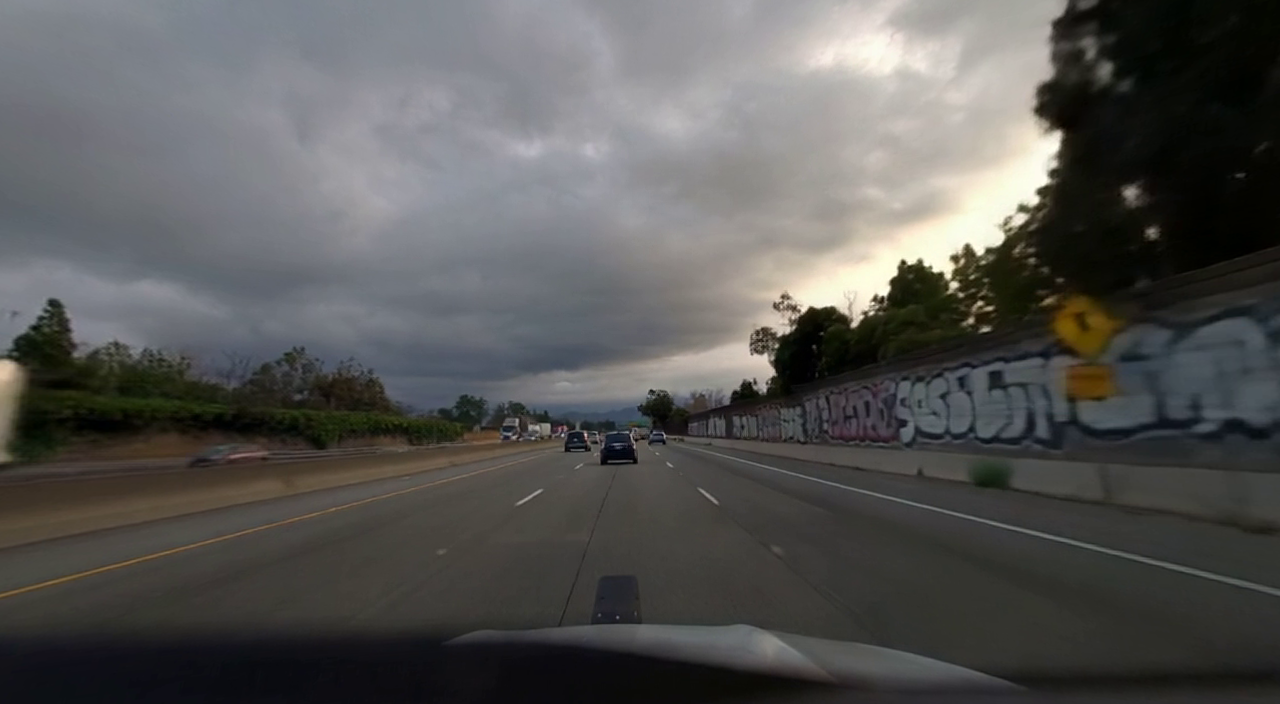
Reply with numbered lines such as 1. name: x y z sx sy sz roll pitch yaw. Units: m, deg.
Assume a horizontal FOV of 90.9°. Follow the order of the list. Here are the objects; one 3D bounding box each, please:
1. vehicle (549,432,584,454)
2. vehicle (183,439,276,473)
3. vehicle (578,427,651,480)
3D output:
1. vehicle: -5.115 6.385 44.345 2.022 1.440 4.491 0 -8 -1
2. vehicle: -21.598 5.444 33.380 2.006 1.636 4.407 0 -8 -2
3. vehicle: -0.736 3.101 19.490 2.044 1.477 3.693 0 -8 -1
